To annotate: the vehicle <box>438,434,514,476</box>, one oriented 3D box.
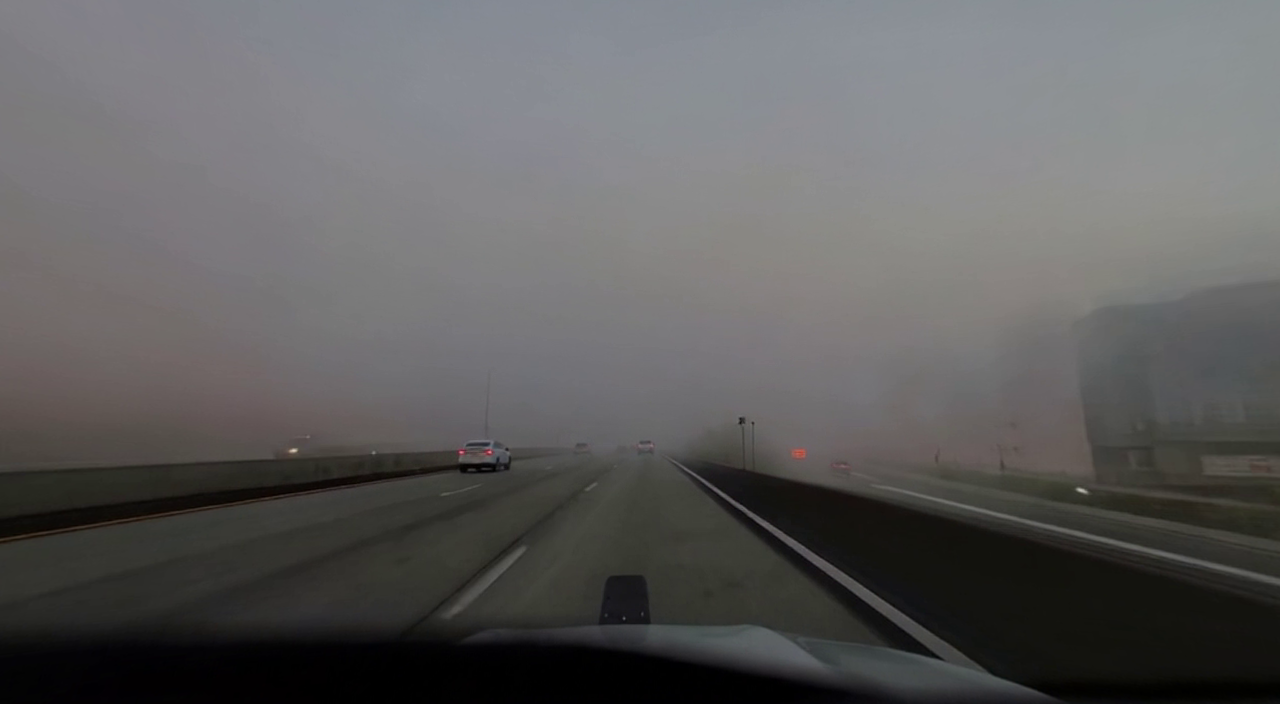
[{"bbox_3d":[-7.125,4.511,27.888,2.088,1.678,4.426,0,-8,1],"label":"vehicle"}]
